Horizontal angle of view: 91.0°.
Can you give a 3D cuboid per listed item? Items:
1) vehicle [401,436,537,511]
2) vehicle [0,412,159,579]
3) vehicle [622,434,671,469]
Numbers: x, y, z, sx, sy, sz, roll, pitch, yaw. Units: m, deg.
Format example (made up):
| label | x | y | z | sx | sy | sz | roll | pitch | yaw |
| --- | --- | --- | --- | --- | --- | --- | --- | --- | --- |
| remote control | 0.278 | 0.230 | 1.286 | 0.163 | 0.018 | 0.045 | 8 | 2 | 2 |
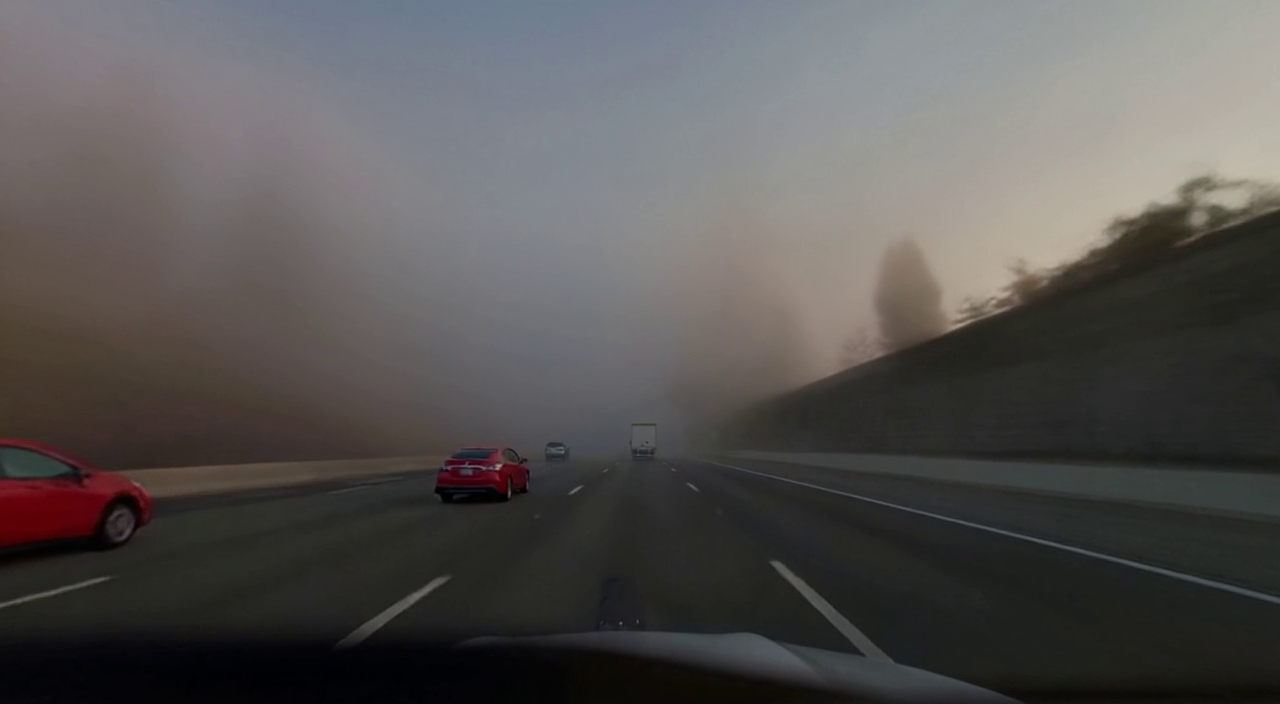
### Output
| label | x | y | z | sx | sy | sz | roll | pitch | yaw |
| --- | --- | --- | --- | --- | --- | --- | --- | --- | --- |
| vehicle | -3.820 | 2.791 | 14.980 | 2.000 | 1.512 | 4.371 | 0 | -9 | 0 |
| vehicle | -7.569 | 1.401 | 6.034 | 2.189 | 1.673 | 4.699 | 0 | -9 | -1 |
| vehicle | 0.346 | 6.101 | 38.768 | 2.856 | 1.994 | 4.931 | 0 | -9 | -1 |
